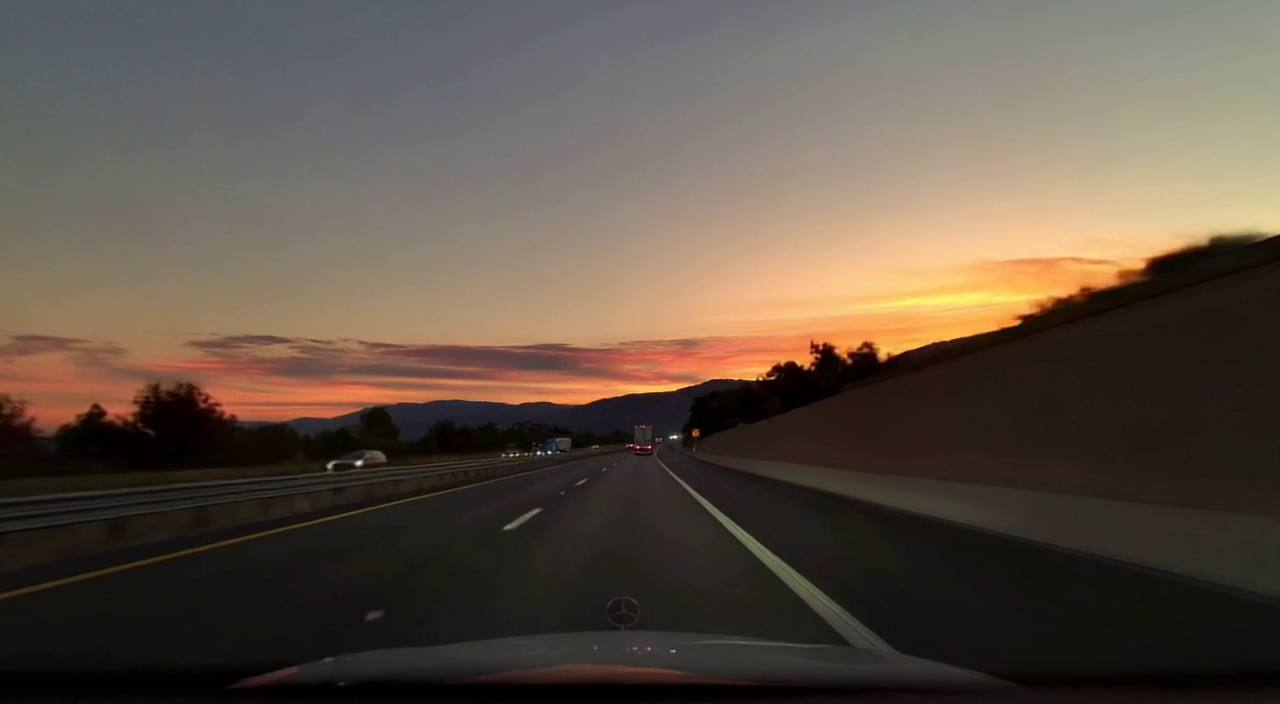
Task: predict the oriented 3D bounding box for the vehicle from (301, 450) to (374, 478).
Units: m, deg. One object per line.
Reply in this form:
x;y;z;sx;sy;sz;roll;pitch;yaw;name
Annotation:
-17.448;6.448;36.647;2.008;1.520;4.526;0;-9;0;vehicle
